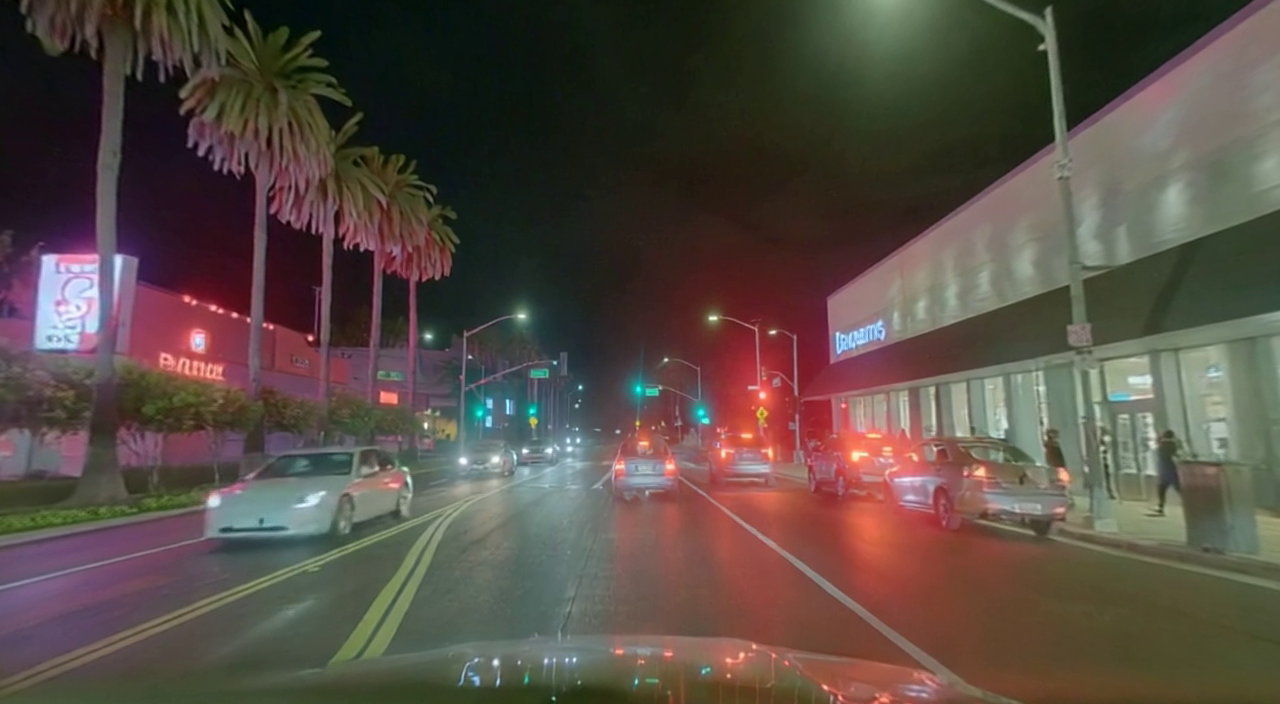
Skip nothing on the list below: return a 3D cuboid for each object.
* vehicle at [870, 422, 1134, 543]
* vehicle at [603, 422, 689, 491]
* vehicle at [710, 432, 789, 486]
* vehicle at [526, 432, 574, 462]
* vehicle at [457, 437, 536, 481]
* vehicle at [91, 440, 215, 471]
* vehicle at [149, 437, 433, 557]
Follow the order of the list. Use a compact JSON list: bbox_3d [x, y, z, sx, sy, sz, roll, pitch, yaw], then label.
[{"bbox_3d":[6.138,2.242,11.578,2.008,1.729,4.647,0,-8,-1],"label":"vehicle"},{"bbox_3d":[0.117,3.097,18.971,2.264,1.798,4.531,0,-8,-1],"label":"vehicle"},{"bbox_3d":[3.722,3.726,22.322,2.070,1.711,4.480,0,-8,1],"label":"vehicle"},{"bbox_3d":[-5.551,5.965,39.711,2.341,1.762,4.865,0,-8,0],"label":"vehicle"},{"bbox_3d":[-5.393,4.084,24.374,2.092,1.504,4.374,0,-8,-1],"label":"vehicle"},{"bbox_3d":[-25.737,5.447,33.612,1.873,1.507,4.809,-3,-8,23],"label":"vehicle"},{"bbox_3d":[-4.989,2.094,10.019,1.946,1.412,4.657,0,-8,-2],"label":"vehicle"}]
